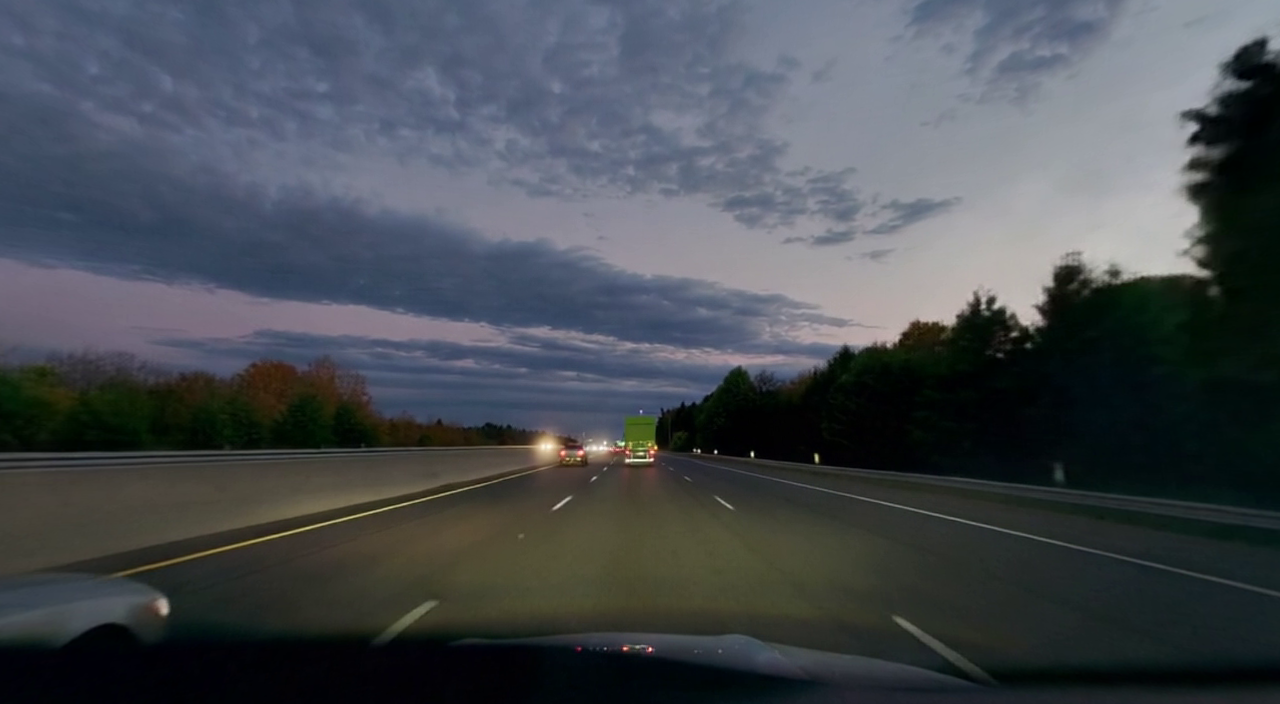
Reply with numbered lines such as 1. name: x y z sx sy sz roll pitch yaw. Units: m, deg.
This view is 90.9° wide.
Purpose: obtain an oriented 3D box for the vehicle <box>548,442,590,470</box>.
1. vehicle: -4.333 6.439 39.119 2.079 1.656 3.965 0 -9 0

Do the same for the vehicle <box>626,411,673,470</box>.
1. vehicle: 0.499 6.189 43.597 2.893 3.628 9.081 0 -9 -1
